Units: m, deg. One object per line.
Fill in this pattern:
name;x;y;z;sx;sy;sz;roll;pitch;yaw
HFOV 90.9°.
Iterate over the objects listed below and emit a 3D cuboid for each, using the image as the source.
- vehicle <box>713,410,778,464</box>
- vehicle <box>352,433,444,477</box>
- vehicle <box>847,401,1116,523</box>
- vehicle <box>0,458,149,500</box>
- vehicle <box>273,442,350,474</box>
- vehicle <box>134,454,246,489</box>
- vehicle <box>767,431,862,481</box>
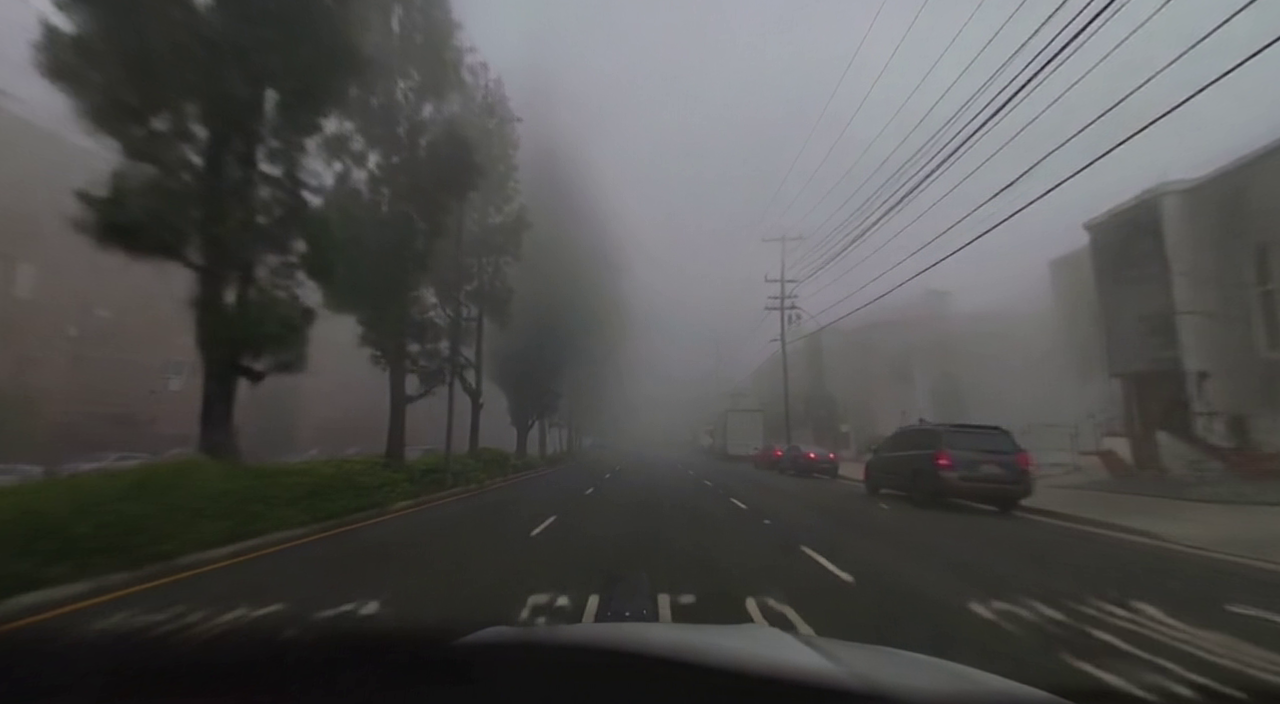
vehicle;7.081;6.011;43.744;2.761;3.342;8.958;0;-9;-1
vehicle;-11.894;5.091;31.430;2.418;1.978;5.196;0;-8;1
vehicle;6.865;2.333;13.910;2.563;2.090;6.077;0;-8;1
vehicle;-22.277;4.975;24.983;1.907;1.404;4.413;0;-8;2
vehicle;-22.050;7.243;42.597;2.327;2.006;5.039;0;-11;1
vehicle;-22.160;5.874;31.323;1.778;1.533;4.967;0;-8;2
vehicle;7.086;4.301;26.313;2.258;1.845;5.381;0;-8;-2
